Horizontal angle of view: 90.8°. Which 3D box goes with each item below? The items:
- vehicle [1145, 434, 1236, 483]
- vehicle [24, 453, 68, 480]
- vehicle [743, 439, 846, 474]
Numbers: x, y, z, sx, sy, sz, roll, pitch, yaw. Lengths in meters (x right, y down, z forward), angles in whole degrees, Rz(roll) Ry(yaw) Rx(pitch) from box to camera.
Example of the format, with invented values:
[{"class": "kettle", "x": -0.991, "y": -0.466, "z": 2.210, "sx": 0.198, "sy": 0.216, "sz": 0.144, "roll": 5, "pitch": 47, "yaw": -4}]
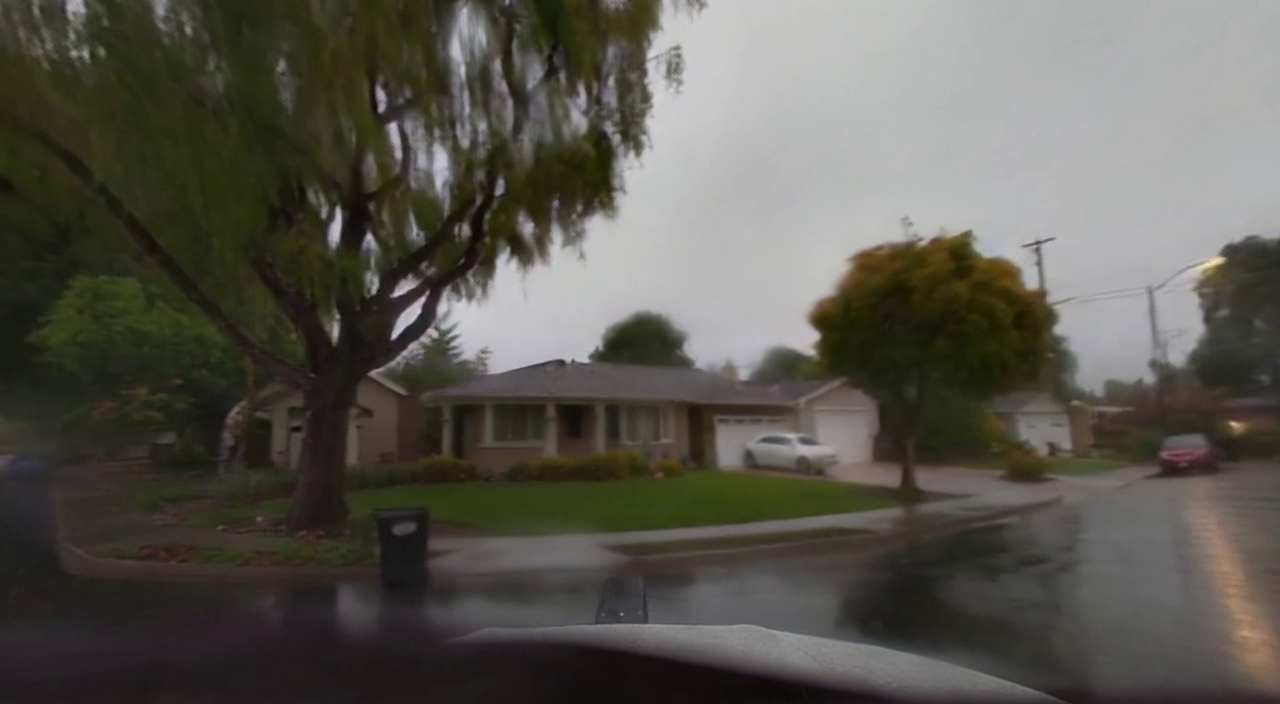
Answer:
[{"class": "vehicle", "x": 24.022, "y": 4.623, "z": 27.516, "sx": 4.675, "sy": 1.834, "sz": 2.208, "roll": 8, "pitch": -16, "yaw": -43}, {"class": "vehicle", "x": -41.048, "y": 7.883, "z": 43.749, "sx": 2.011, "sy": 1.483, "sz": 4.620, "roll": 5, "pitch": -8, "yaw": -41}, {"class": "vehicle", "x": 7.177, "y": 4.880, "z": 29.690, "sx": 1.844, "sy": 1.495, "sz": 4.404, "roll": 7, "pitch": -11, "yaw": -42}]
